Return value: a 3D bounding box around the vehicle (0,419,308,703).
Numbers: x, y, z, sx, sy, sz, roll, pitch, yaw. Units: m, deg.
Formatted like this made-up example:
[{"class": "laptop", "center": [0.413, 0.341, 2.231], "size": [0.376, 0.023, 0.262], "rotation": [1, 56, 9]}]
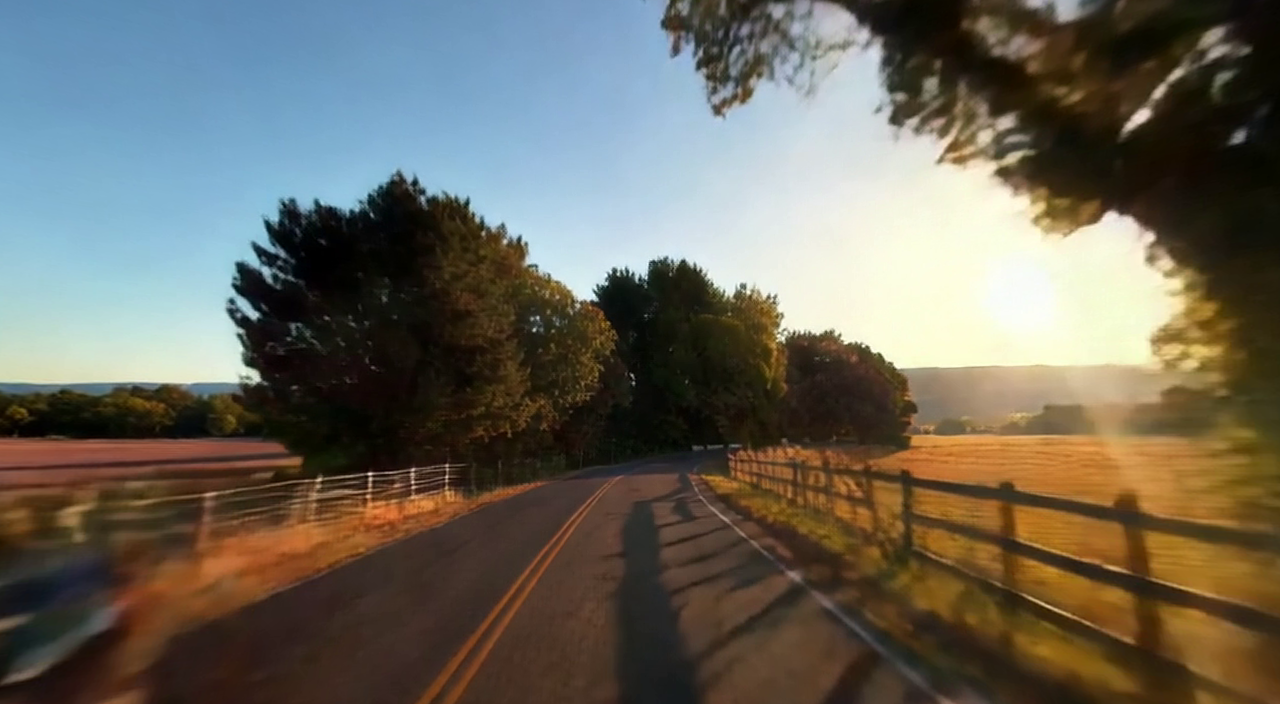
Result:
[{"class": "vehicle", "center": [-2.708, 0.904, 1.368], "size": [1.987, 1.521, 3.649], "rotation": [0, -8, 0]}]
